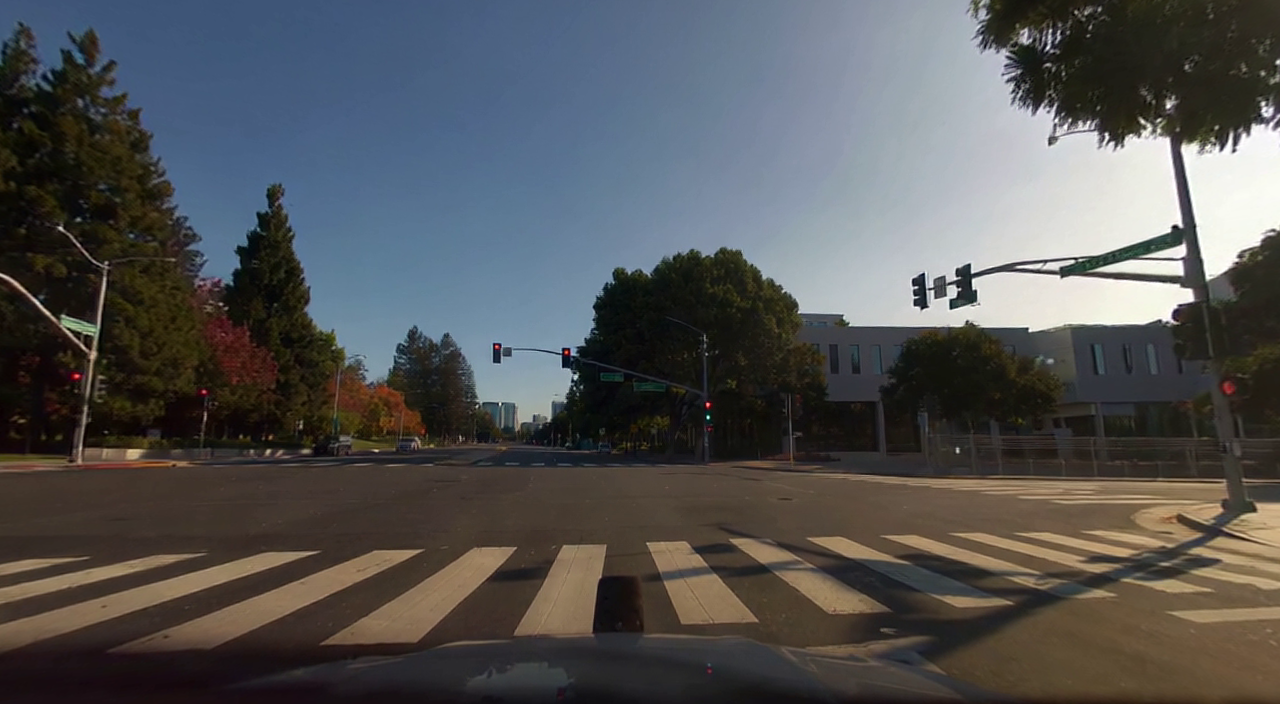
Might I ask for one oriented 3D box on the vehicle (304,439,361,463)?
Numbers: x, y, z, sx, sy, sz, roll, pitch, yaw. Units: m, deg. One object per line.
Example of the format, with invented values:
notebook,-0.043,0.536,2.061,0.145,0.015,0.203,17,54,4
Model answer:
vehicle,-19.778,6.383,40.795,1.918,1.432,4.433,1,-9,-7
